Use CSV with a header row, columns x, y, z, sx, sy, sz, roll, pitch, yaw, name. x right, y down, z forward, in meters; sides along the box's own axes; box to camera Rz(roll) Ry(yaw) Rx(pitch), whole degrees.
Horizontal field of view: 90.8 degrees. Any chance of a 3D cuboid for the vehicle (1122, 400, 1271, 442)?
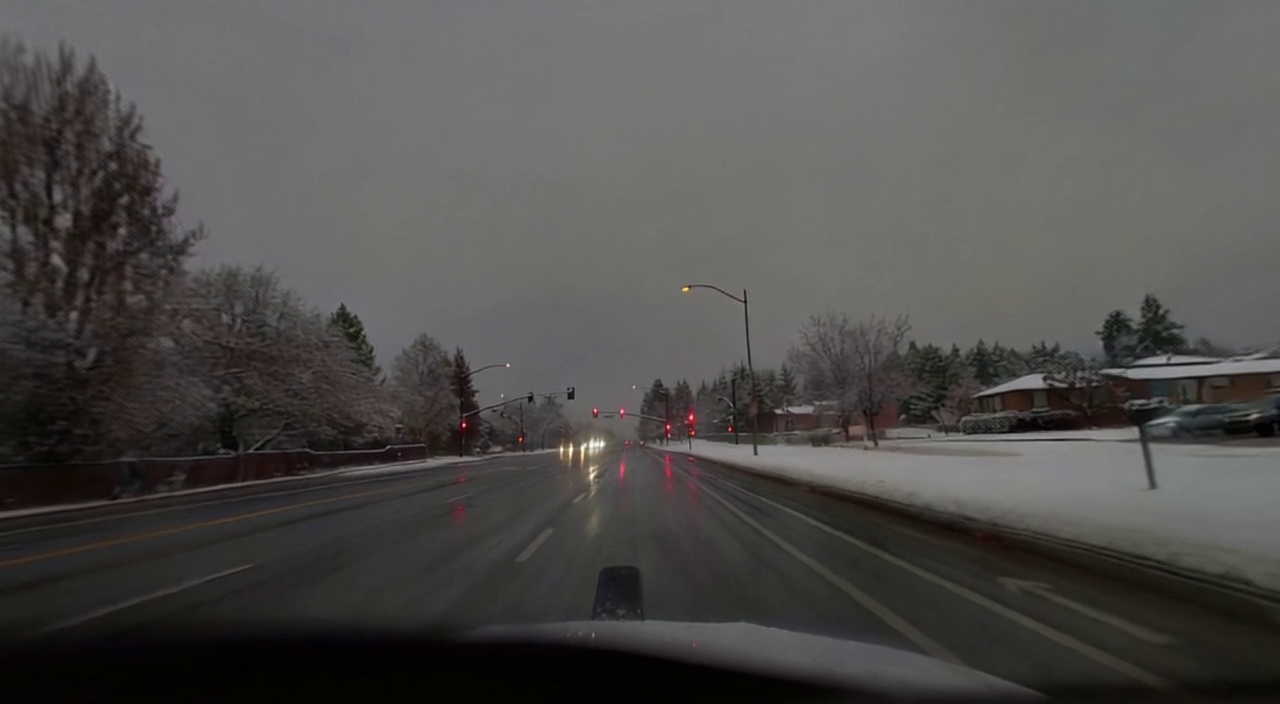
x,y,z,sx,sy,sz,roll,pitch,yaw,name
22.777,2.920,26.136,1.911,1.598,4.322,1,-8,-6,vehicle
